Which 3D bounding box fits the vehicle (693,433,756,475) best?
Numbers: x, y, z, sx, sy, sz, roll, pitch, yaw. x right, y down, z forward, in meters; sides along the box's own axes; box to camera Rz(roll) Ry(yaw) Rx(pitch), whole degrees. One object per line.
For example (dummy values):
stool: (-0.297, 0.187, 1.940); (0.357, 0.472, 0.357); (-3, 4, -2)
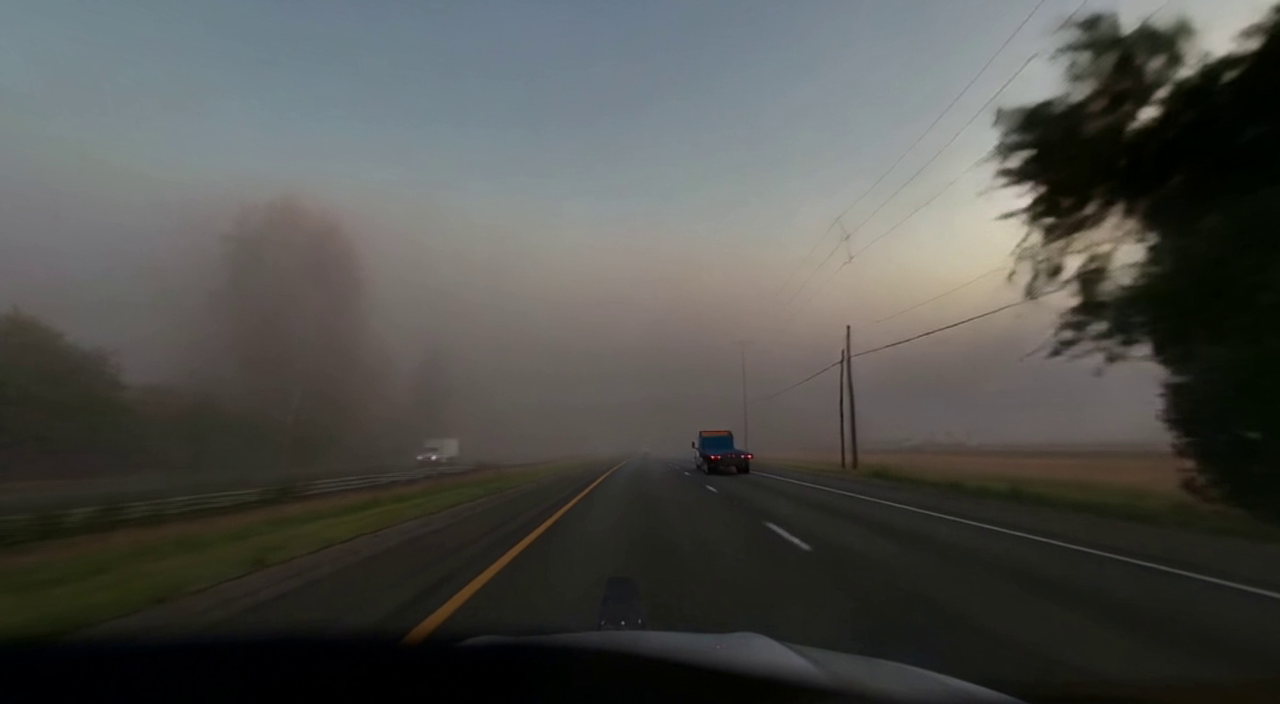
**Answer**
vehicle: (3.953, 4.909, 30.397); (2.228, 1.852, 5.449); (0, -8, -1)
